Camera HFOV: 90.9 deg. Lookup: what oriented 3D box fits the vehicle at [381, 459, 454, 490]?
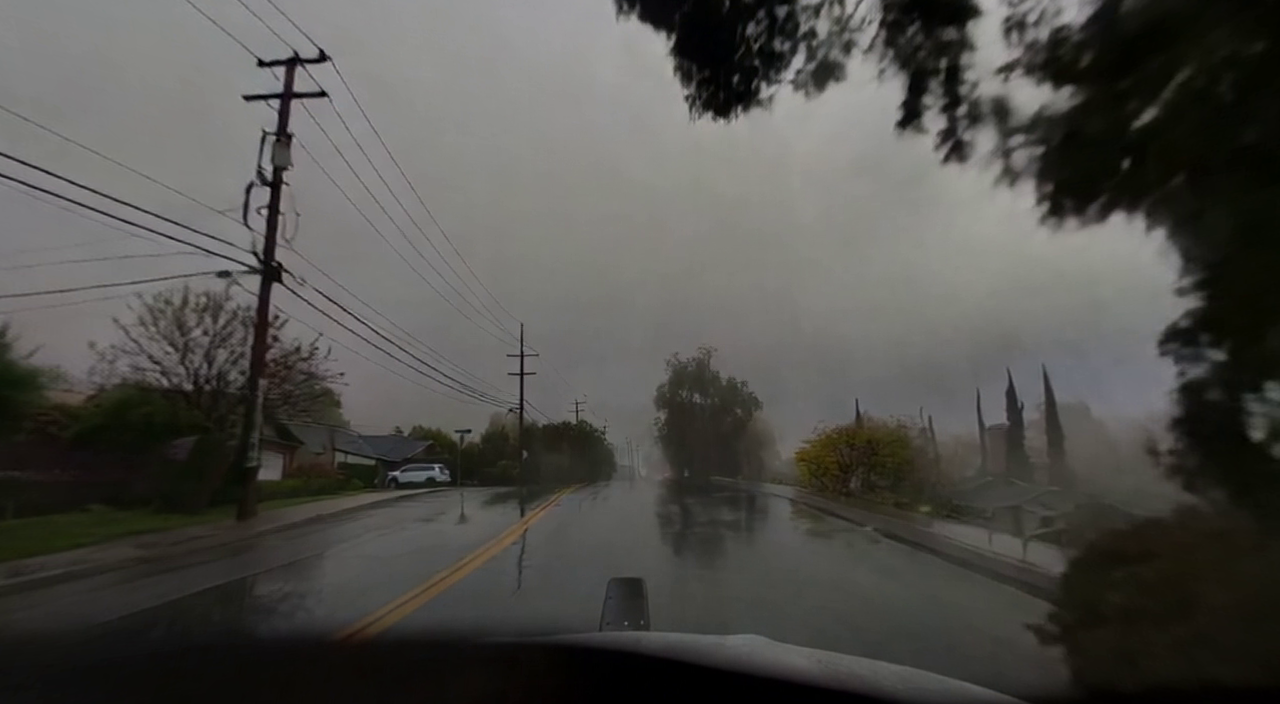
[{"bbox_3d":[-16.620,9.227,47.572,2.301,2.081,6.706,-3,-11,8],"label":"vehicle"}]
